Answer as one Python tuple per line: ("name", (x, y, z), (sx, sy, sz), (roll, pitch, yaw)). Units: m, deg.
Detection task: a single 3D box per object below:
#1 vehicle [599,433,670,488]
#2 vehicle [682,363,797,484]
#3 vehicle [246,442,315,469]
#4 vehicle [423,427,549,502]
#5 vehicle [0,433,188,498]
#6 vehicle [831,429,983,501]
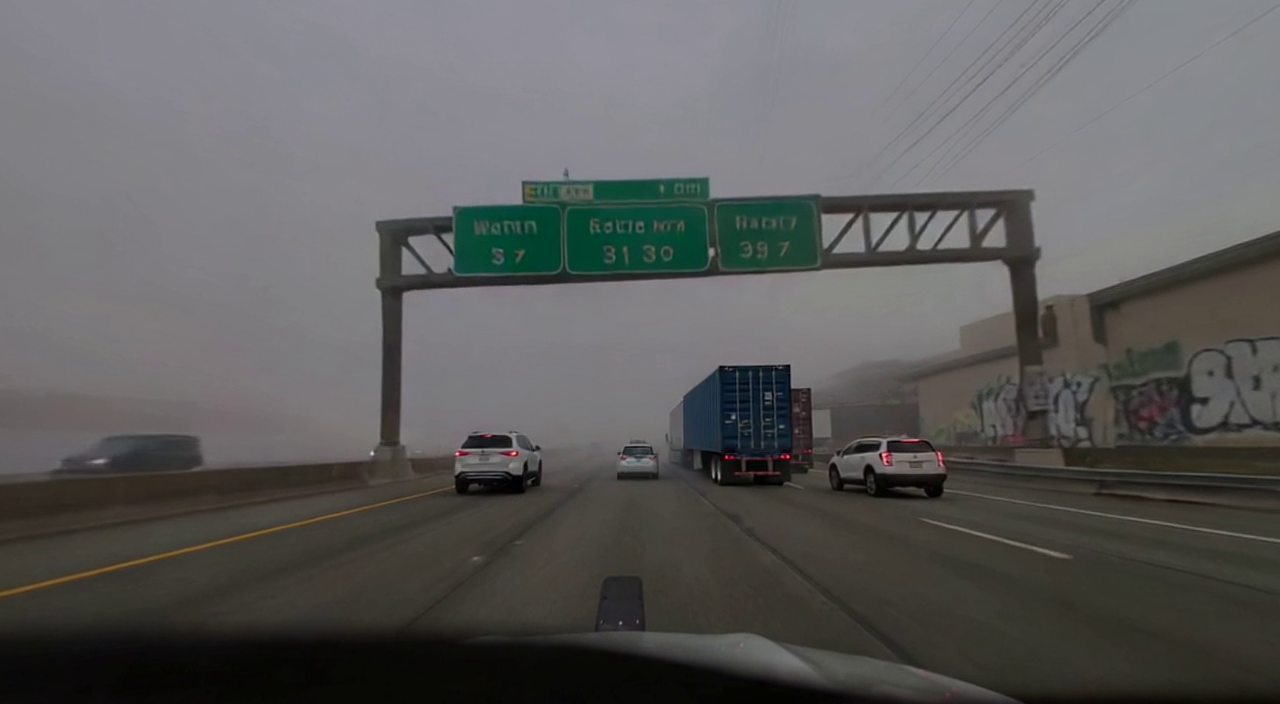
("vehicle", (-0.197, 3.680, 21.655), (2.191, 1.685, 4.015), (0, -9, -1))
("vehicle", (3.728, 3.367, 27.687), (2.800, 4.039, 13.179), (0, -9, -1))
("vehicle", (-23.738, 6.838, 41.917), (2.015, 1.698, 4.521), (0, -9, -3))
("vehicle", (-4.085, 3.090, 17.700), (2.264, 1.804, 4.584), (0, -9, 1))
("vehicle", (-15.583, 3.213, 18.234), (1.896, 1.627, 4.434), (0, -9, -2))
("vehicle", (7.203, 3.097, 17.706), (2.202, 1.731, 4.628), (0, -9, 0))
